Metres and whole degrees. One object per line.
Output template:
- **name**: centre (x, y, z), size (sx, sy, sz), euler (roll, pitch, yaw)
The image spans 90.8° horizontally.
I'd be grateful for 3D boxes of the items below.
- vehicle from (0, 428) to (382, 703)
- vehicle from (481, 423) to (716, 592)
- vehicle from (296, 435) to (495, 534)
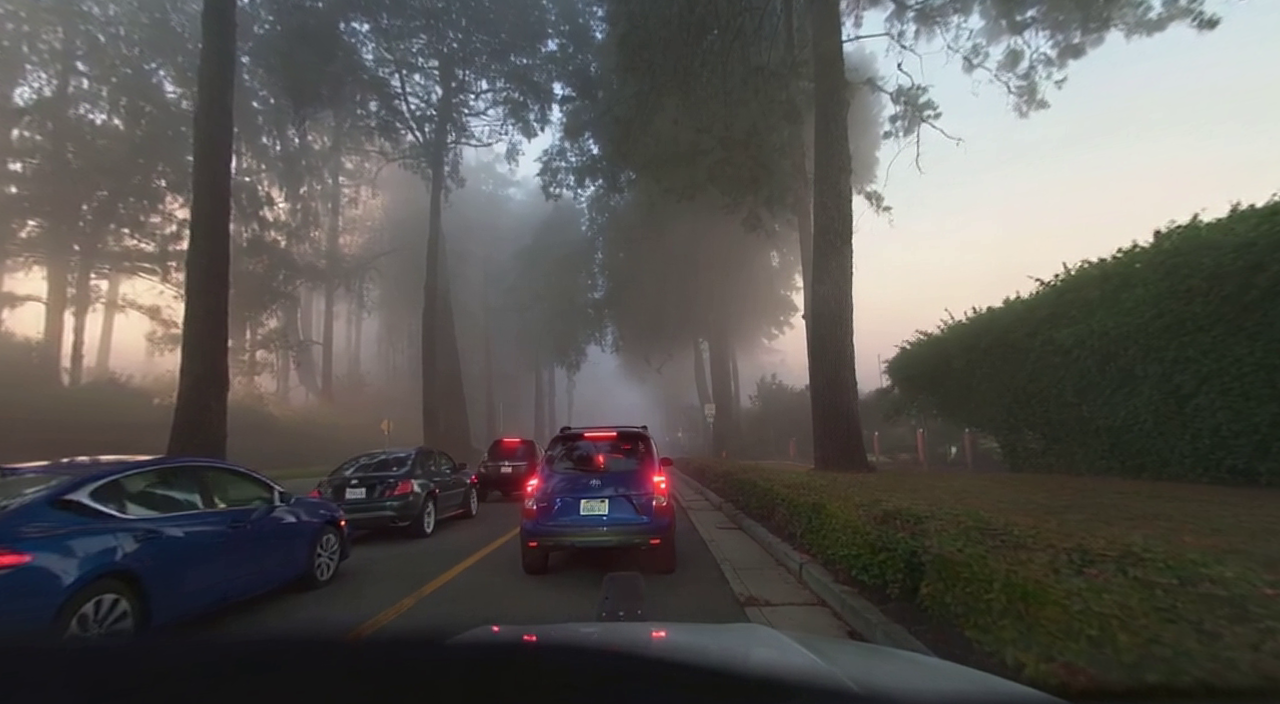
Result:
- **vehicle**: centre (-3.813, 1.358, 4.916), size (1.784, 1.408, 4.141), euler (0, -8, 1)
- **vehicle**: centre (-0.416, 1.719, 7.847), size (2.127, 1.517, 4.090), euler (0, -9, -1)
- **vehicle**: centre (-4.256, 2.356, 11.914), size (1.898, 1.503, 4.453), euler (0, -9, 1)
